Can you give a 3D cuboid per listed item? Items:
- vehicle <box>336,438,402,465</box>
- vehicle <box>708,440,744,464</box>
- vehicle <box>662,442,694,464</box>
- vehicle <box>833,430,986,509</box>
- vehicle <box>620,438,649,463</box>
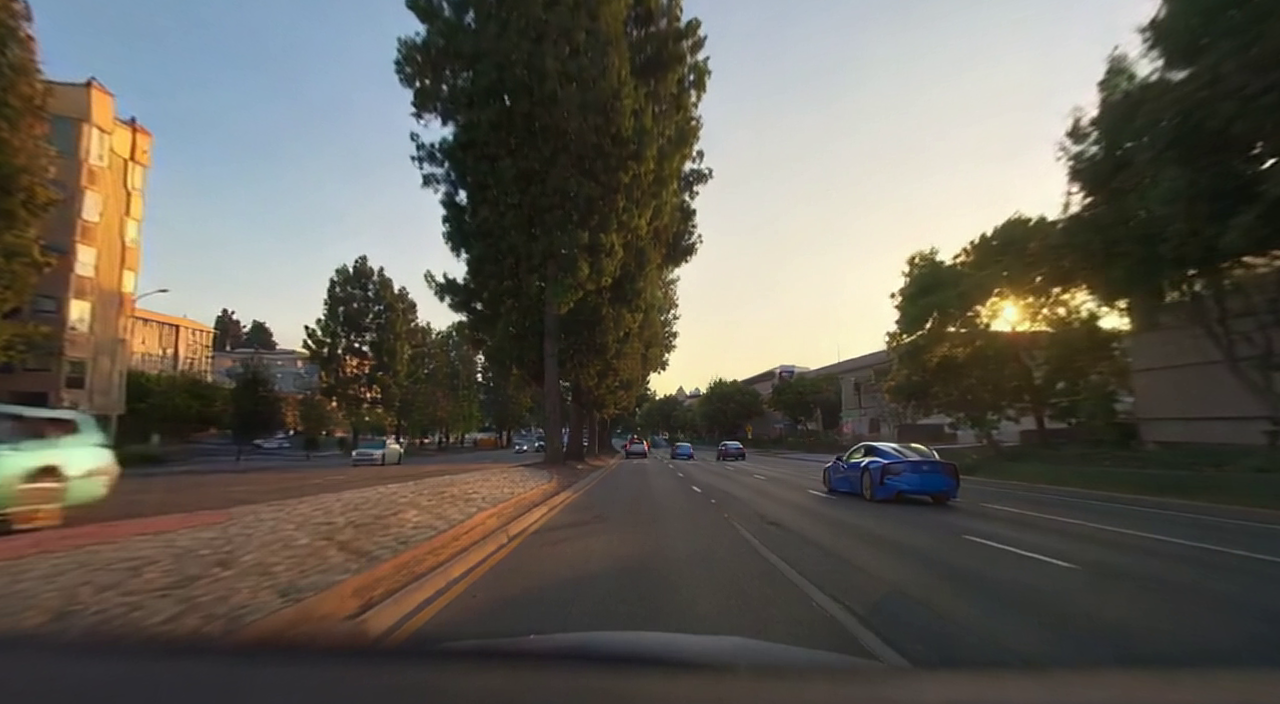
[{"bbox_3d":[-17.676,6.507,41.477,2.005,1.628,4.940,0,-8,1],"label":"vehicle"},{"bbox_3d":[6.186,7.243,45.957,1.931,1.685,4.054,1,-8,-2],"label":"vehicle"},{"bbox_3d":[2.811,7.496,47.138,1.930,1.483,4.471,1,-8,-2],"label":"vehicle"},{"bbox_3d":[6.749,2.969,16.459,1.987,1.730,4.373,1,-8,-1],"label":"vehicle"},{"bbox_3d":[-0.433,7.500,48.350,2.146,1.800,4.042,1,-8,-1],"label":"vehicle"}]
